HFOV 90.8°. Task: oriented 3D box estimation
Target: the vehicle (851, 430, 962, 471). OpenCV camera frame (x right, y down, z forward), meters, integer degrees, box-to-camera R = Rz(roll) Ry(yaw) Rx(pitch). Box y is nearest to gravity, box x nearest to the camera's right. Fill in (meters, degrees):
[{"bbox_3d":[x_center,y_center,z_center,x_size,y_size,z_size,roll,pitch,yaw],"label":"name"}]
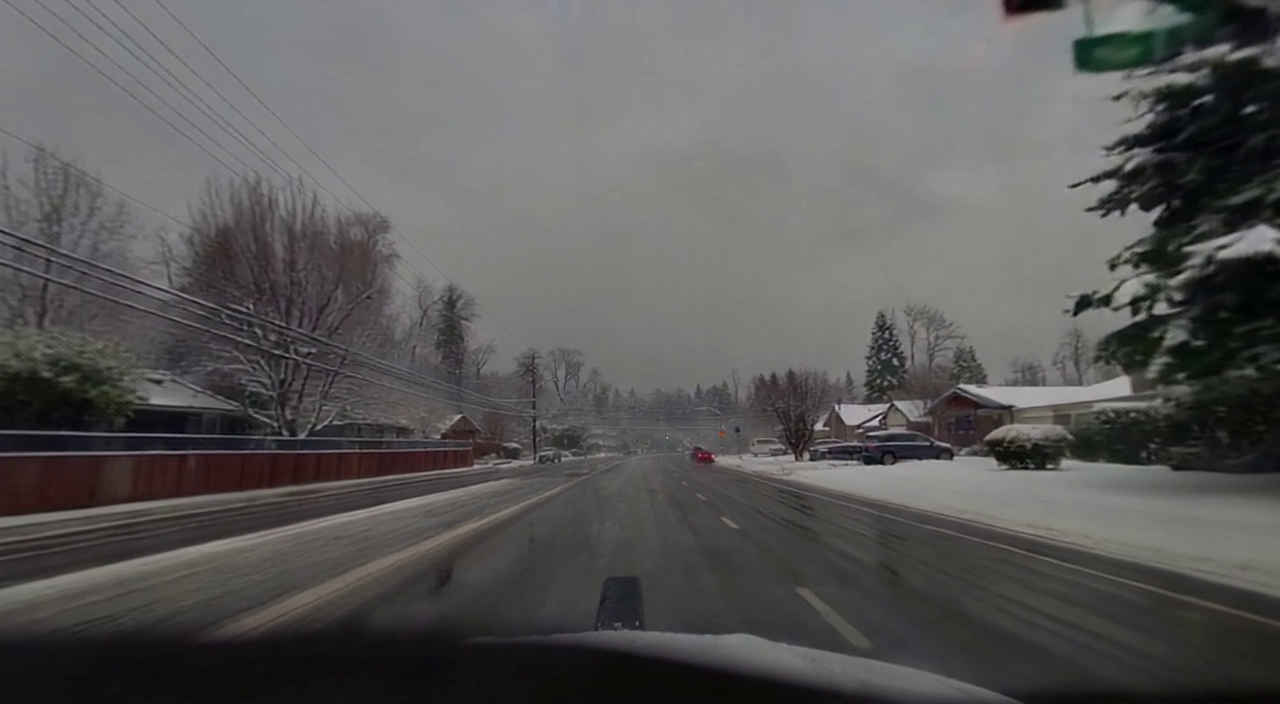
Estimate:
[{"bbox_3d":[13.551,5.034,32.385,4.711,1.979,2.019,-1,-8,4],"label":"vehicle"}]
